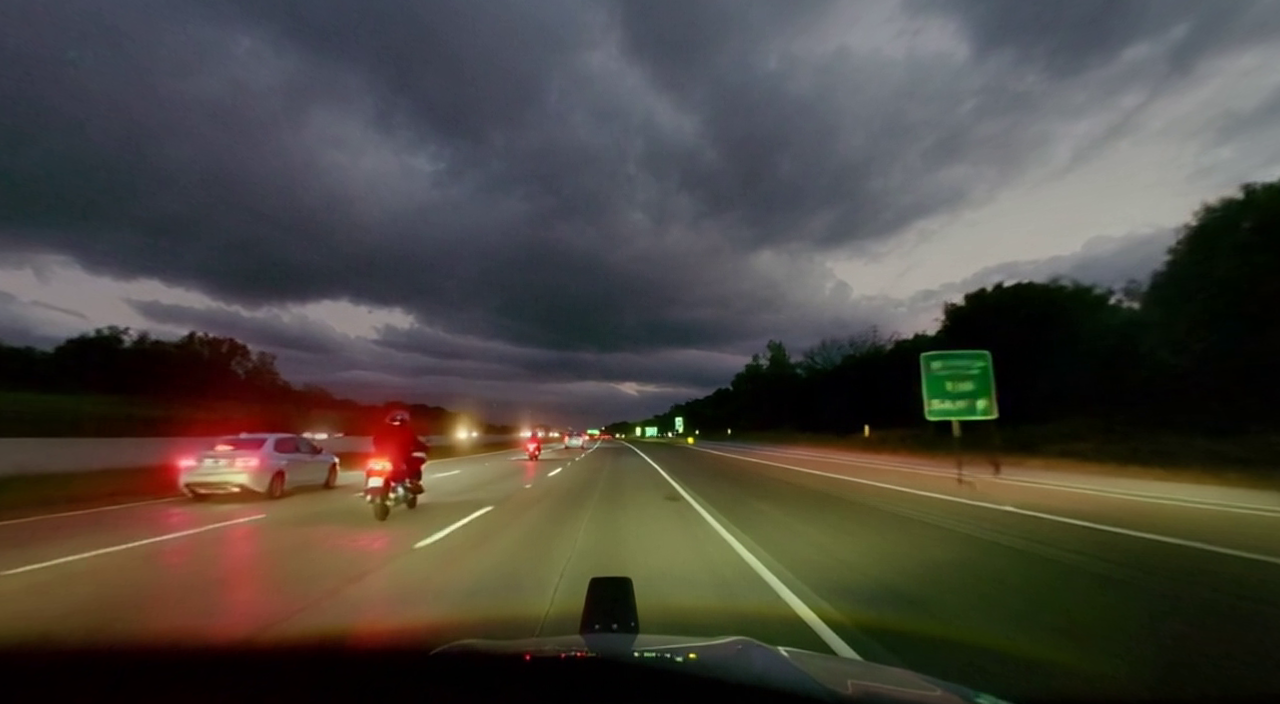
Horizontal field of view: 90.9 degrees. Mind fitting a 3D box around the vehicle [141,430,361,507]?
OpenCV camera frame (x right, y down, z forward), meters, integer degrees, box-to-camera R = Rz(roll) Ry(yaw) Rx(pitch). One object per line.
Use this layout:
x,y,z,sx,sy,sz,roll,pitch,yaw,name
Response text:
-8.308,2.486,14.141,2.053,1.409,4.704,0,-8,-2,vehicle
